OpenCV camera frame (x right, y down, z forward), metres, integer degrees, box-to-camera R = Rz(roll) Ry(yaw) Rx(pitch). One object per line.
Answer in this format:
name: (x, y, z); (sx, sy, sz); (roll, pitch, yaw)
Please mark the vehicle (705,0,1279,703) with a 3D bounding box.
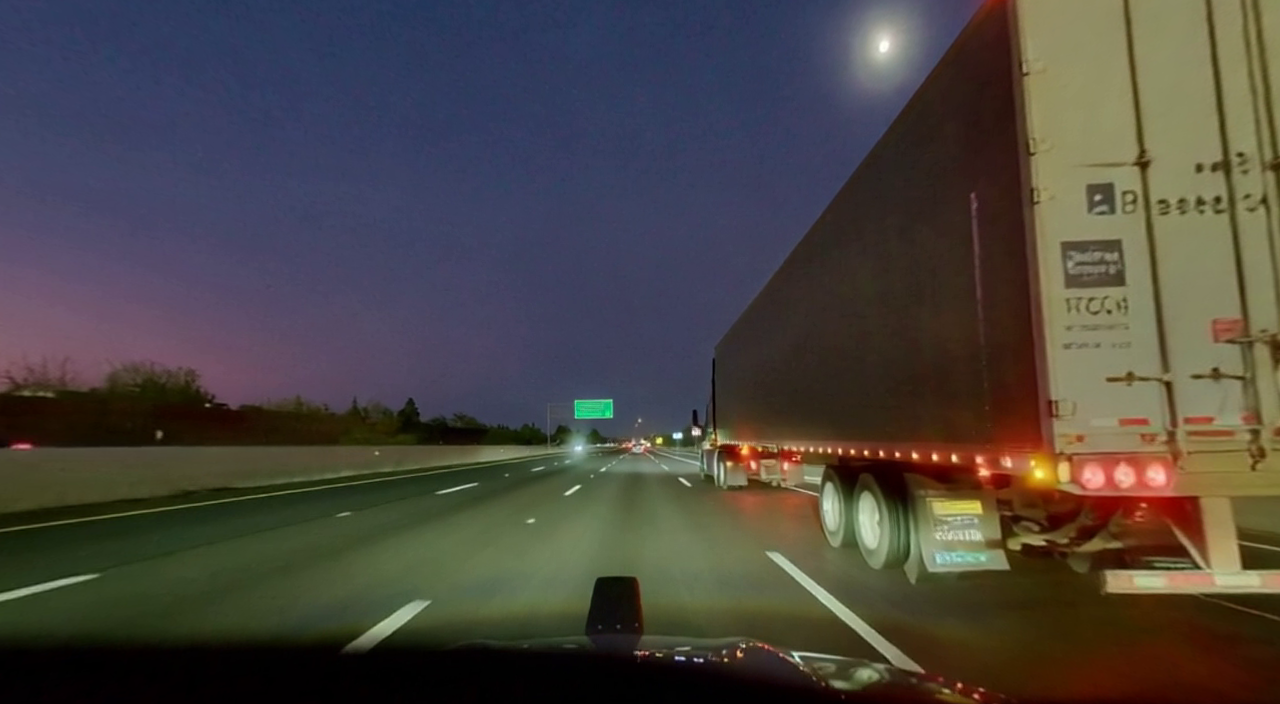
vehicle: (3.541, 0.910, 11.420); (2.743, 4.160, 16.408); (0, -9, -1)
